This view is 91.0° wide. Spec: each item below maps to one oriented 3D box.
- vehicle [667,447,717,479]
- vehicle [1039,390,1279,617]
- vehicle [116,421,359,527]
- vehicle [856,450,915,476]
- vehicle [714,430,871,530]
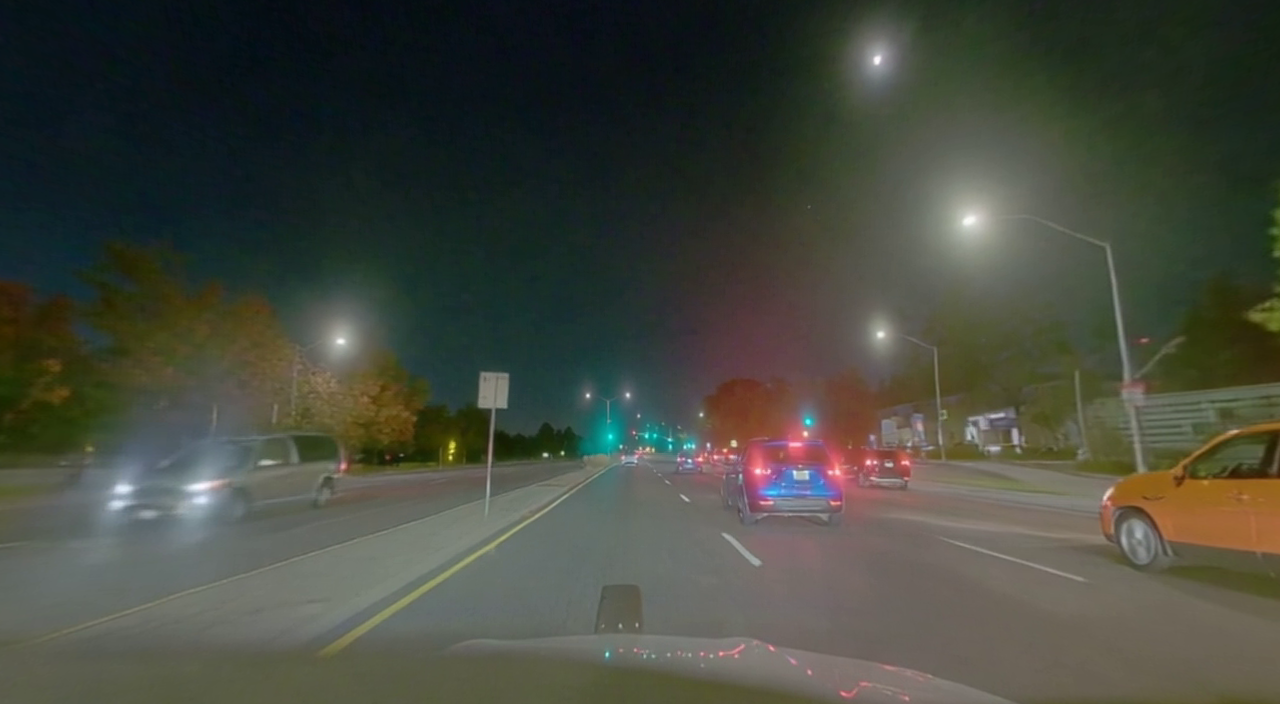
[{"bbox_3d":[2.513,5.475,31.325,1.980,1.484,4.093,0,-9,-2],"label":"vehicle"},{"bbox_3d":[6.226,1.306,5.647,2.153,1.811,4.595,0,-9,-1],"label":"vehicle"},{"bbox_3d":[-9.194,2.819,15.201,2.215,2.062,5.360,0,-9,1],"label":"vehicle"},{"bbox_3d":[14.850,6.711,38.313,1.815,1.493,4.135,0,-9,-1],"label":"vehicle"},{"bbox_3d":[2.878,2.517,12.967,2.075,1.698,4.142,0,-9,-2],"label":"vehicle"}]
